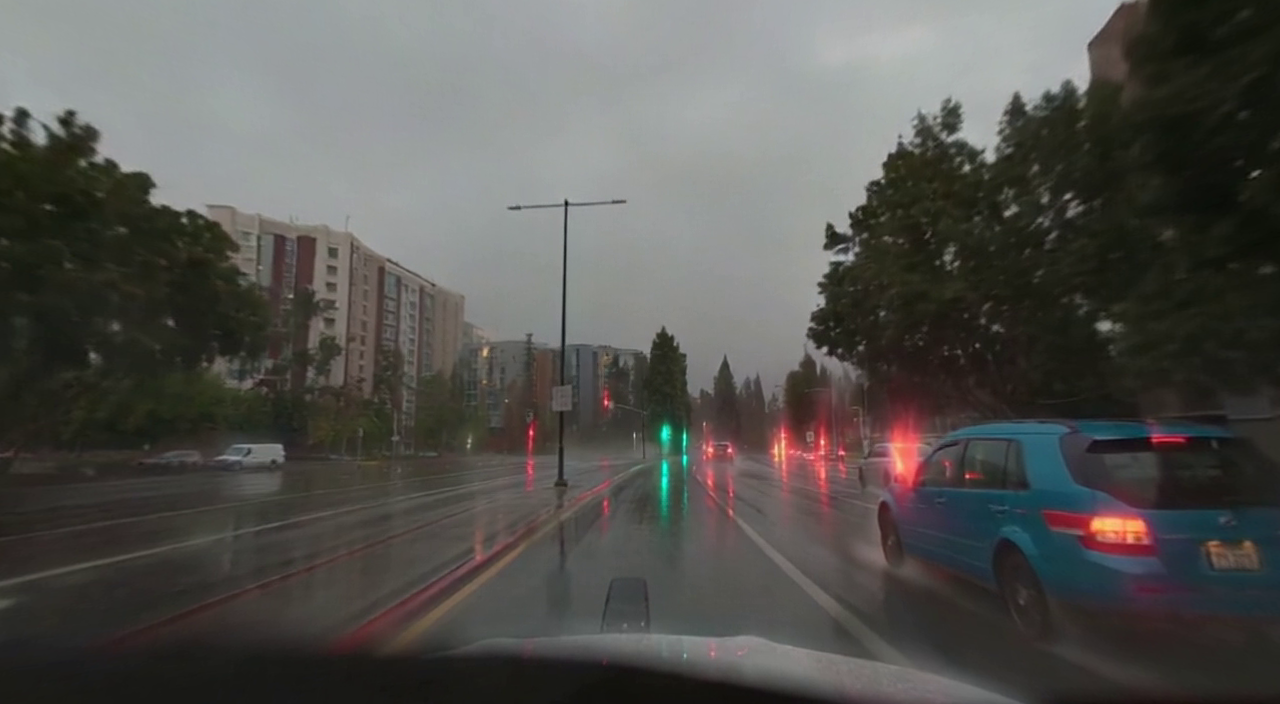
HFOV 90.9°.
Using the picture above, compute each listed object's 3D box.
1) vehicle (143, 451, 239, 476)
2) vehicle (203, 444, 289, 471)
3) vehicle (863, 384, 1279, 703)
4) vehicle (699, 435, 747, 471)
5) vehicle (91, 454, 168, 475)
[{"bbox_3d":[-26.634,6.603,37.415,4.384,1.416,1.969,-2,-8,8],"label":"vehicle"},{"bbox_3d":[-26.007,6.972,41.686,4.378,1.744,1.981,-1,-8,6],"label":"vehicle"},{"bbox_3d":[3.371,1.243,4.804,1.901,1.634,3.952,-1,-8,1],"label":"vehicle"},{"bbox_3d":[4.524,5.578,35.021,2.154,1.844,4.634,-1,-8,2],"label":"vehicle"},{"bbox_3d":[-39.067,8.614,48.372,1.868,1.416,4.483,-2,-8,8],"label":"vehicle"}]
